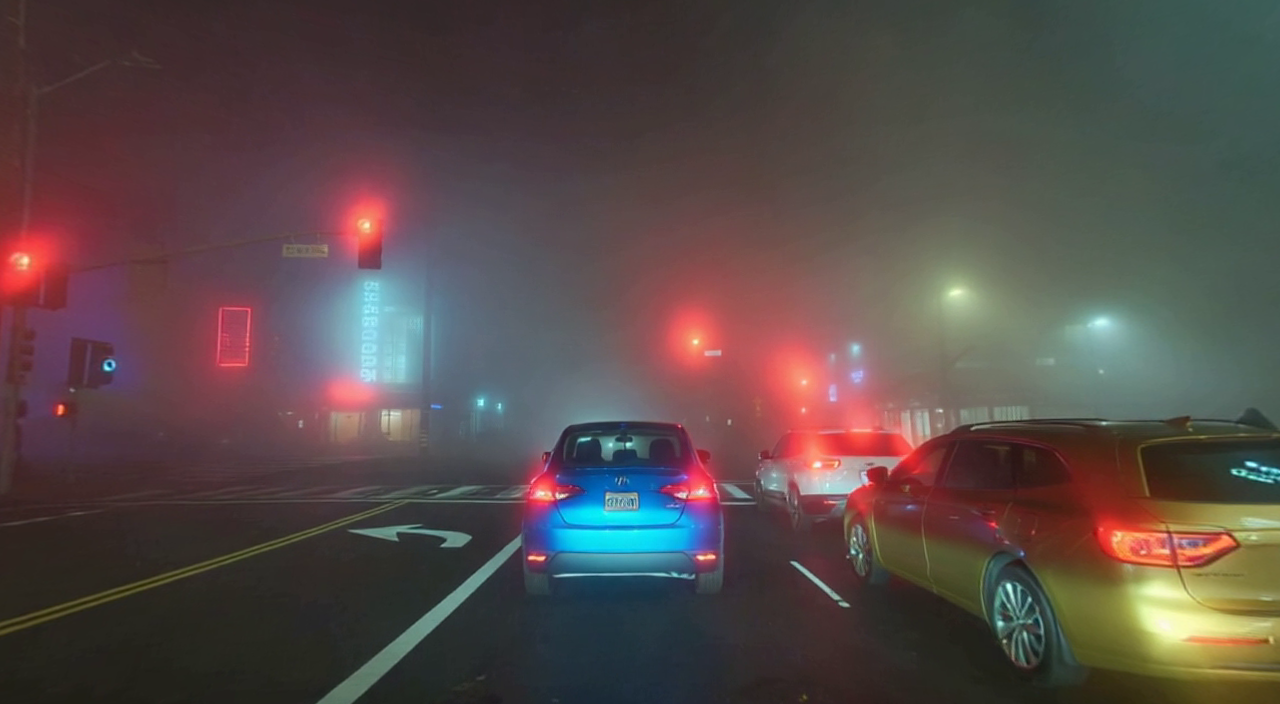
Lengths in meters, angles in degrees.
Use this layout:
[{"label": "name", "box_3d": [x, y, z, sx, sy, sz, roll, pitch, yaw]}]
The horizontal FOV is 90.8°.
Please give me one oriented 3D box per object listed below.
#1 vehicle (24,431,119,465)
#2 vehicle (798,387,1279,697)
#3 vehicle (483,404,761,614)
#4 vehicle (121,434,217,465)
[{"label": "vehicle", "box_3d": [-29.604, 4.982, 32.899, 4.164, 1.652, 2.087, -4, -9, 24]}, {"label": "vehicle", "box_3d": [3.035, 1.339, 5.663, 1.983, 1.654, 4.354, 0, -8, -2]}, {"label": "vehicle", "box_3d": [-0.141, 1.552, 7.265, 2.123, 1.589, 4.702, 0, -8, 0]}, {"label": "vehicle", "box_3d": [-25.287, 5.215, 33.938, 4.253, 1.570, 2.132, -4, -9, 22]}]
